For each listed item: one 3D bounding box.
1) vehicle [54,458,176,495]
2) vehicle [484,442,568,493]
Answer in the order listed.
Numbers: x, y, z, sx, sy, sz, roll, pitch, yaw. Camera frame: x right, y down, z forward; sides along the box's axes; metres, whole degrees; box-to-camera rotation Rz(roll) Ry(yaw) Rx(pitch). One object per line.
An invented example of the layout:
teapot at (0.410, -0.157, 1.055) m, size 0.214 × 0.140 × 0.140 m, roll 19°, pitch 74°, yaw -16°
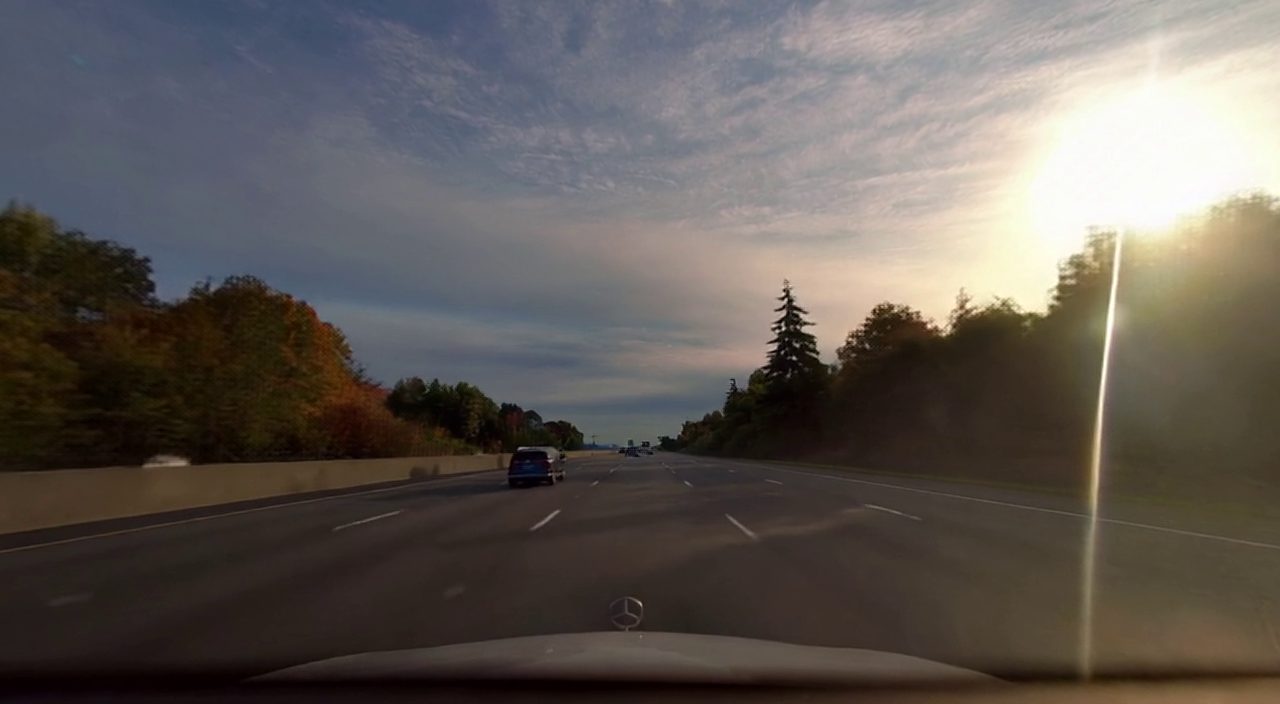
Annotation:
vehicle at (-23.474, 5.565, 28.456) m, size 1.906 × 1.473 × 4.145 m, roll 0°, pitch -9°, yaw 0°
vehicle at (-3.703, 3.837, 21.313) m, size 1.979 × 1.521 × 4.147 m, roll 0°, pitch -9°, yaw 1°
